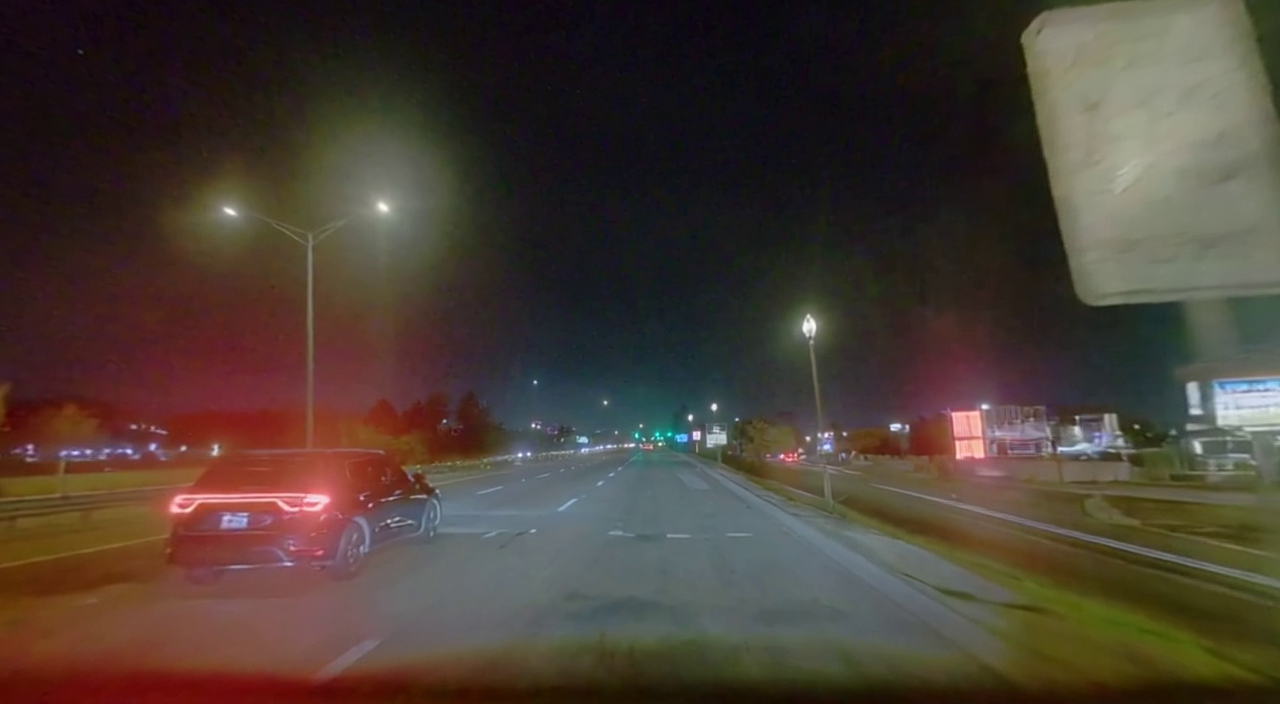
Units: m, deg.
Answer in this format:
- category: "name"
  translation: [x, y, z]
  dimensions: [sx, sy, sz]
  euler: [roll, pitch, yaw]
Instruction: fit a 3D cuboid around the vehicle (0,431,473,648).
- category: "vehicle"
  translation: [-3.459, 1.648, 6.766]
  dimensions: [1.972, 1.490, 4.591]
  euler: [0, -8, 2]
